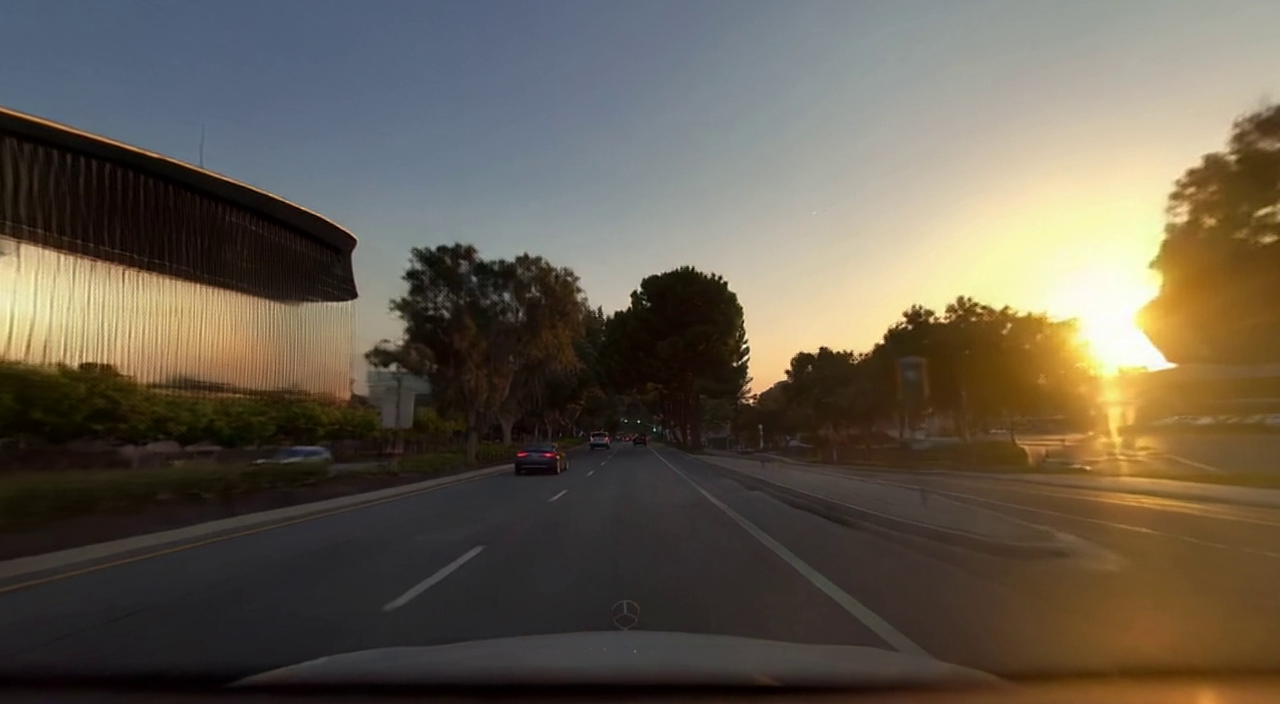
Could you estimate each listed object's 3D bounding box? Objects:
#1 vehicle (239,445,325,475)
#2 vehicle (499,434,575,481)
[{"bbox_3d":[-19.375,5.832,34.466,1.895,1.514,4.766,0,-8,0],"label":"vehicle"},{"bbox_3d":[-3.633,3.828,23.236,1.984,1.521,4.682,0,-8,1],"label":"vehicle"}]
